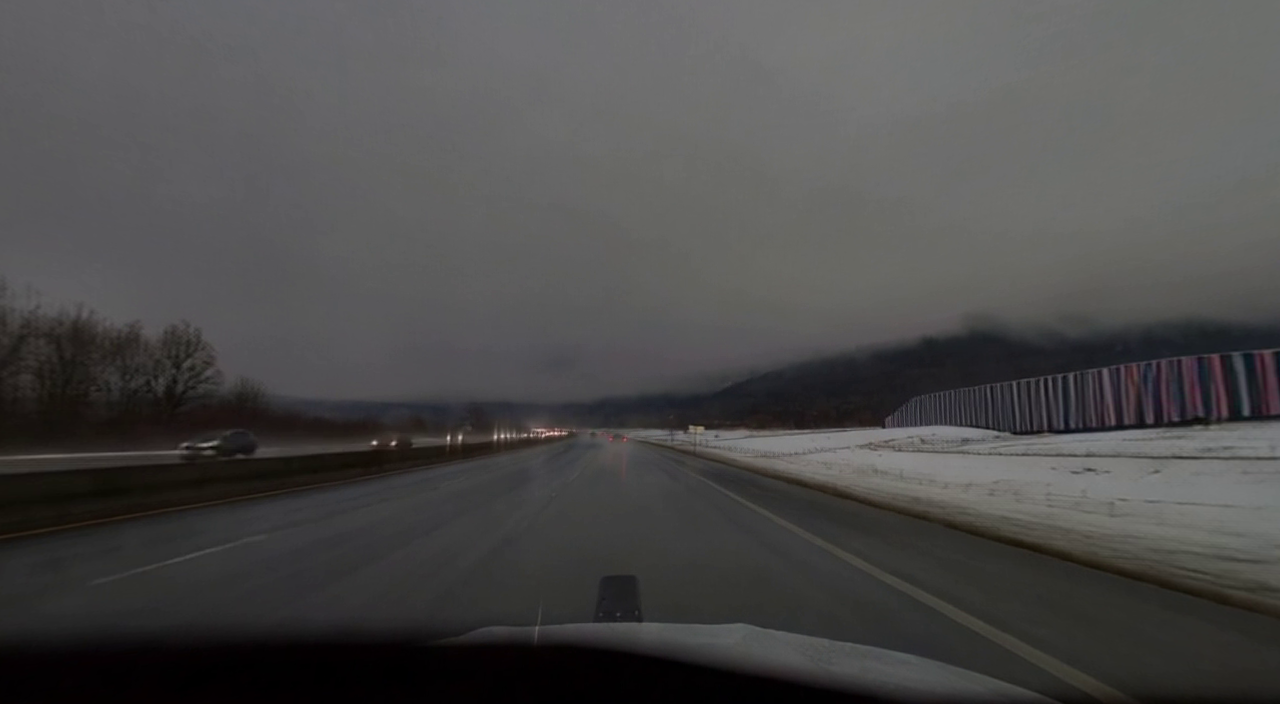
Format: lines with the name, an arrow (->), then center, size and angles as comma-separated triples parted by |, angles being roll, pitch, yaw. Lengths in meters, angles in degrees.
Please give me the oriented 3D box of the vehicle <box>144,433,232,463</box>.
vehicle -> -23.978, 5.083, 33.506 | 1.827, 1.486, 3.976 | 0, -8, -2
